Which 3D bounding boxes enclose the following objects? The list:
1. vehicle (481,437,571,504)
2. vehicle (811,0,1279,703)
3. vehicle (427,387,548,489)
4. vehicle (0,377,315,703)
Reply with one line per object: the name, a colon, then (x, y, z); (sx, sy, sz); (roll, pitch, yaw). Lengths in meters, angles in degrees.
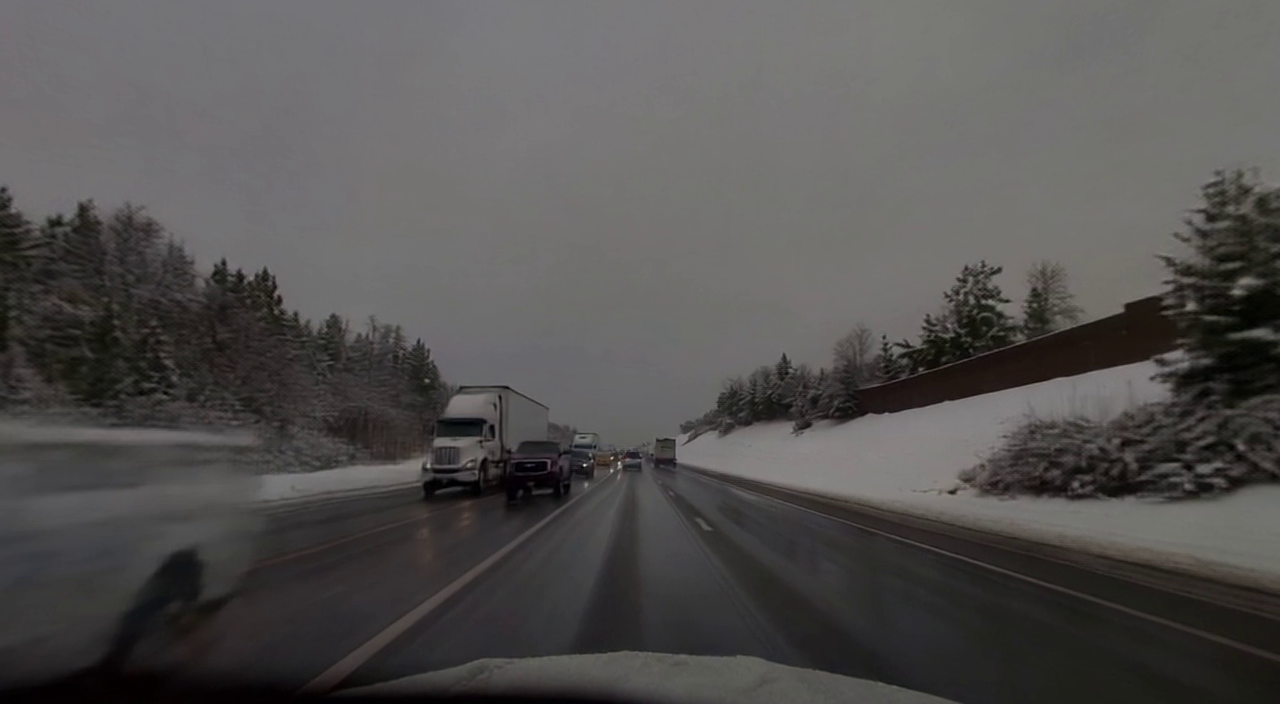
vehicle: (-3.473, 3.687, 20.042); (2.088, 1.860, 4.164); (0, -9, -1)
vehicle: (3.137, -0.006, 2.733); (2.959, 3.973, 5.928); (0, -9, -1)
vehicle: (-7.191, 4.550, 32.565); (2.892, 4.087, 14.120); (0, -9, -1)
vehicle: (-3.343, 0.954, 2.631); (2.005, 1.598, 3.684); (0, -9, -1)
